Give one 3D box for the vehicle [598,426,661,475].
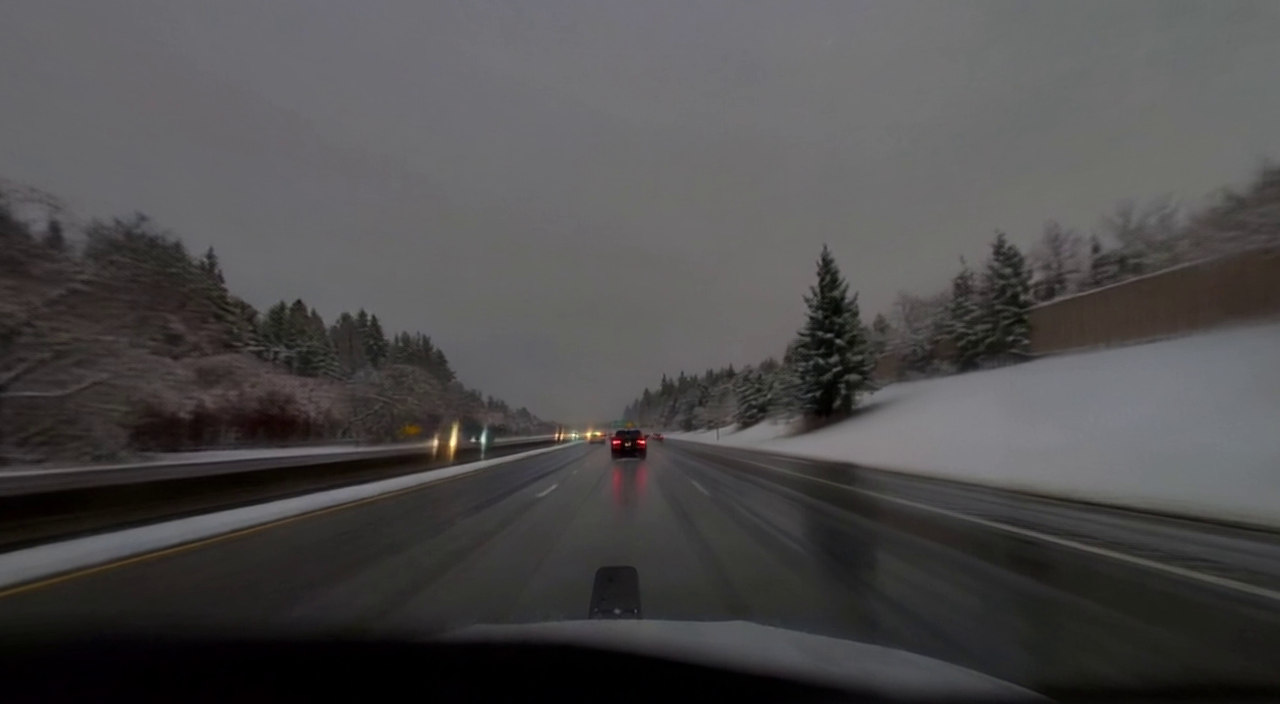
[{"bbox_3d":[-0.370,3.504,22.686,2.094,1.600,3.666,0,-8,-1],"label":"vehicle"}]
